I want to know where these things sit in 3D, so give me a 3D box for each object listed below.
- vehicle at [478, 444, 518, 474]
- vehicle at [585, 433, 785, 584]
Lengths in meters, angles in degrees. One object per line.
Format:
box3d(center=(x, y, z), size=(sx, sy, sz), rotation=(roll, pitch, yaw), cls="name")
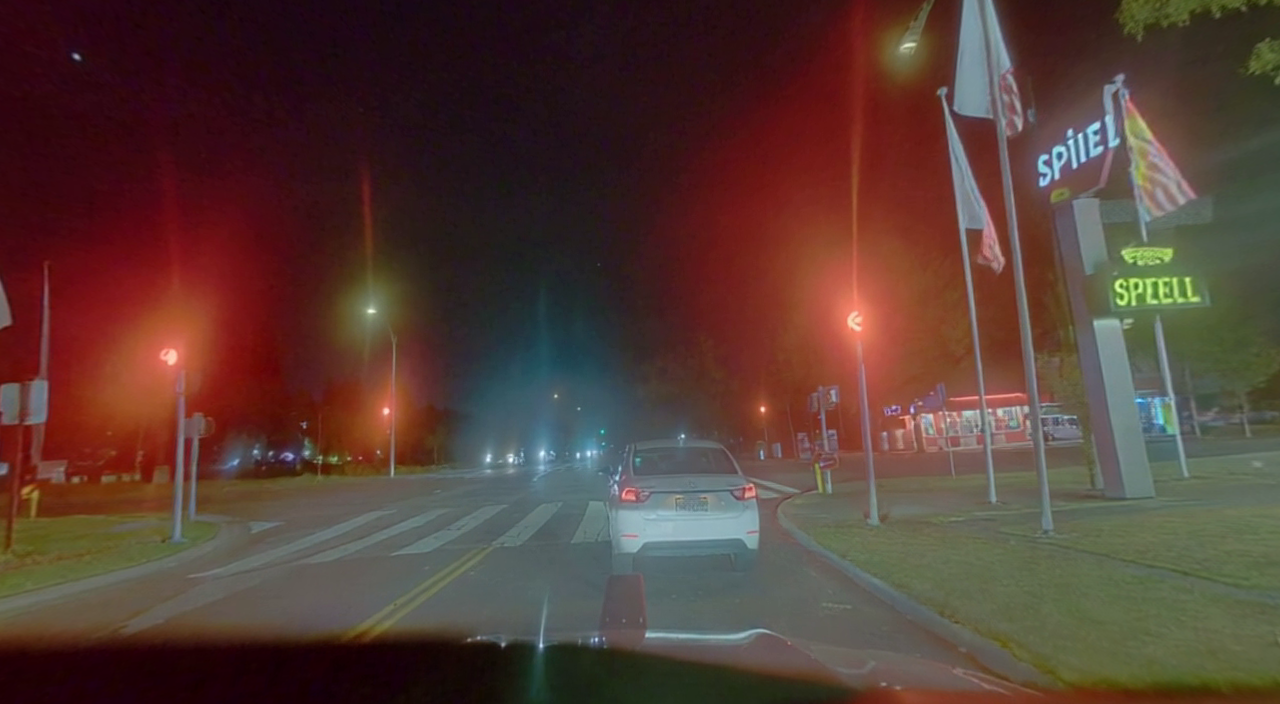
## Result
box3d(center=(-9.987, 7.561, 44.673), size=(2.212, 1.948, 4.537), rotation=(0, -9, -5), cls="vehicle")
box3d(center=(0.364, 1.840, 8.145), size=(1.985, 1.463, 3.647), rotation=(0, -9, -3), cls="vehicle")
